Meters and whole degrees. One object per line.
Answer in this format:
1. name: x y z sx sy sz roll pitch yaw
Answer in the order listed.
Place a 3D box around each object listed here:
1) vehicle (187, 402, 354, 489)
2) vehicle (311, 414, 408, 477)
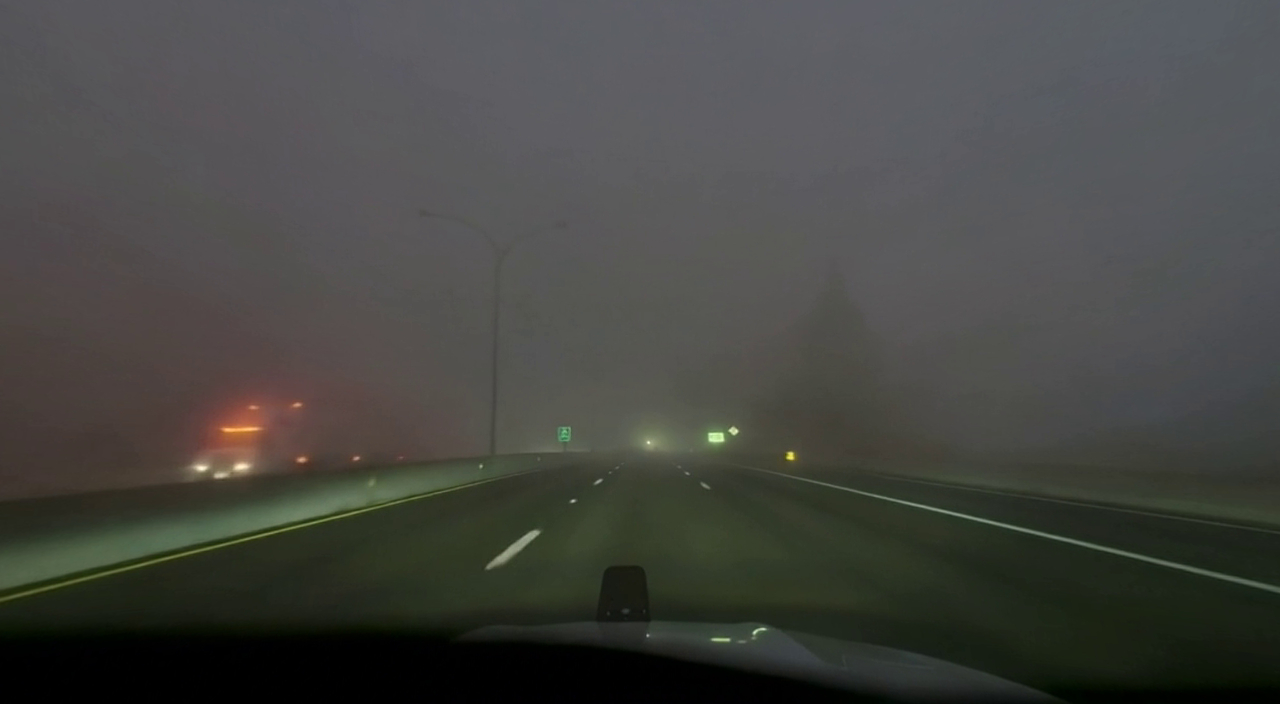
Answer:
1. vehicle: -19.975 5.207 35.055 3.018 4.100 9.977 0 -9 1
2. vehicle: -19.753 6.668 44.864 2.872 4.021 8.230 0 -9 1
